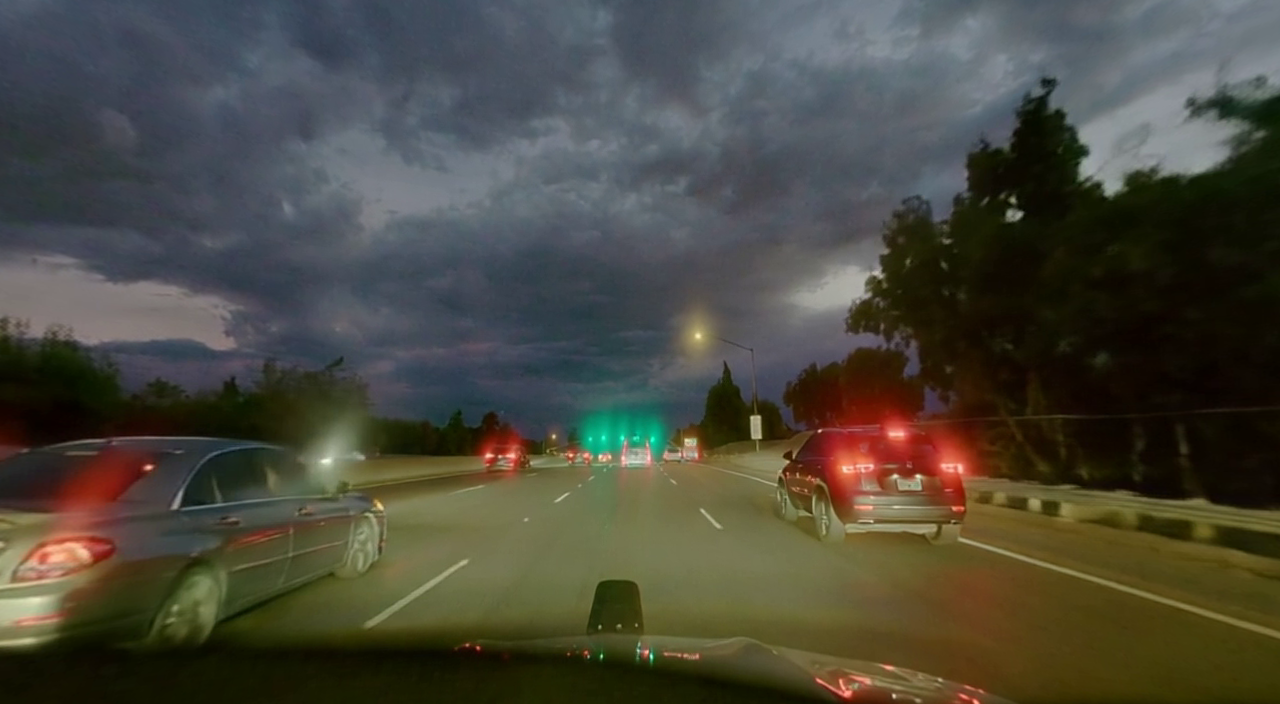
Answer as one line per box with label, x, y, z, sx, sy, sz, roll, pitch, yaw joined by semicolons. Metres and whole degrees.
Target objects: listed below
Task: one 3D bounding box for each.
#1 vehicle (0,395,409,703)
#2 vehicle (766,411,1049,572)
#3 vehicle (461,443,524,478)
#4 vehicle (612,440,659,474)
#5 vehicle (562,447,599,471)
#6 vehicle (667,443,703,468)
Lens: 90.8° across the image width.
vehicle;-3.392;1.156;3.866;2.130;1.514;4.766;0;-8;0
vehicle;3.351;1.846;9.154;2.029;1.716;4.545;0;-8;-1
vehicle;-7.003;5.177;30.398;1.980;1.519;4.147;0;-8;1
vehicle;-0.259;5.657;34.300;2.408;1.748;4.217;0;-8;-1
vehicle;-3.805;6.951;41.378;1.968;1.473;4.209;0;-8;1
vehicle;3.263;7.619;46.703;2.320;1.735;4.408;0;-8;0
